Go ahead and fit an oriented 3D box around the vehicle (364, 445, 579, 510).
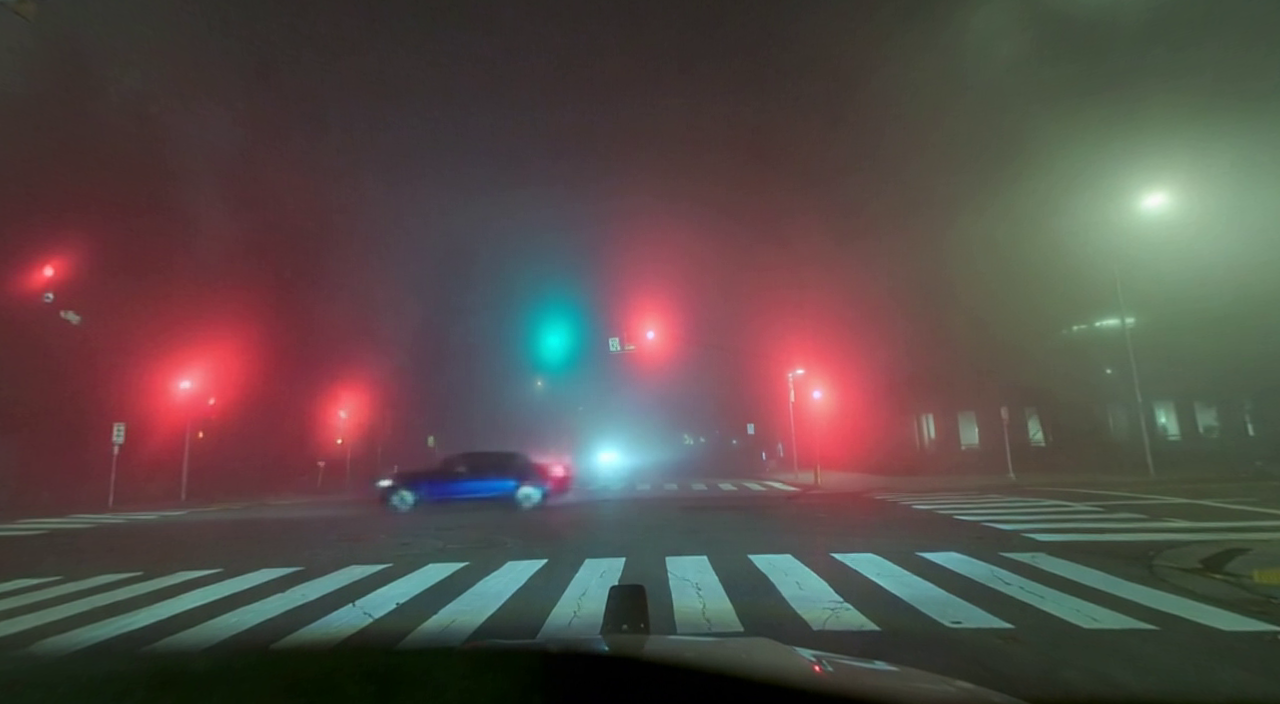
[{"bbox_3d":[-4.063,3.111,15.851,4.847,1.484,1.926,0,-8,1],"label":"vehicle"}]
